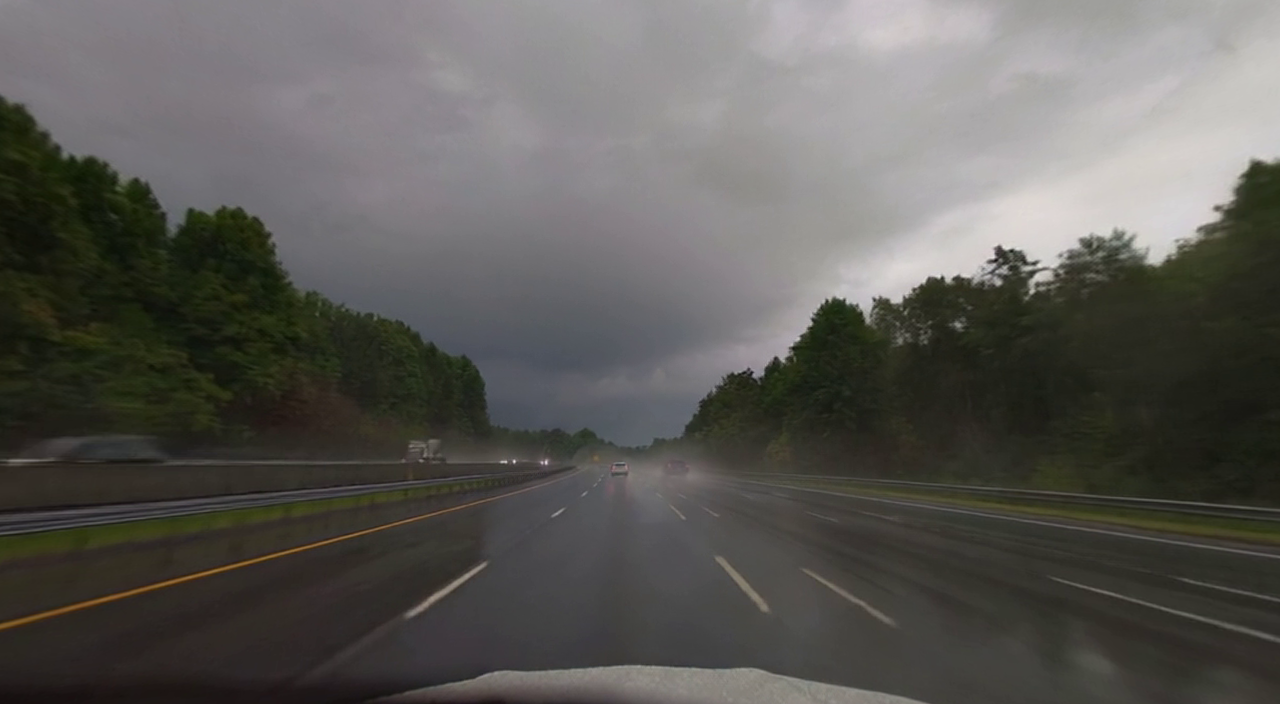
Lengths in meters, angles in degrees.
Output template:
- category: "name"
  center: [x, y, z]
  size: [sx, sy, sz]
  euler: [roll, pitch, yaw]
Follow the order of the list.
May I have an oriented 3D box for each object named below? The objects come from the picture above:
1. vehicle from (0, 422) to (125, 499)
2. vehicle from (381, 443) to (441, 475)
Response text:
- category: "vehicle"
  center: [-14.026, 2.402, 13.939]
  size: [1.986, 1.548, 3.812]
  euler: [1, -10, -1]
- category: "vehicle"
  center: [-15.037, 7.113, 41.718]
  size: [2.240, 1.991, 5.012]
  euler: [1, -10, -2]
